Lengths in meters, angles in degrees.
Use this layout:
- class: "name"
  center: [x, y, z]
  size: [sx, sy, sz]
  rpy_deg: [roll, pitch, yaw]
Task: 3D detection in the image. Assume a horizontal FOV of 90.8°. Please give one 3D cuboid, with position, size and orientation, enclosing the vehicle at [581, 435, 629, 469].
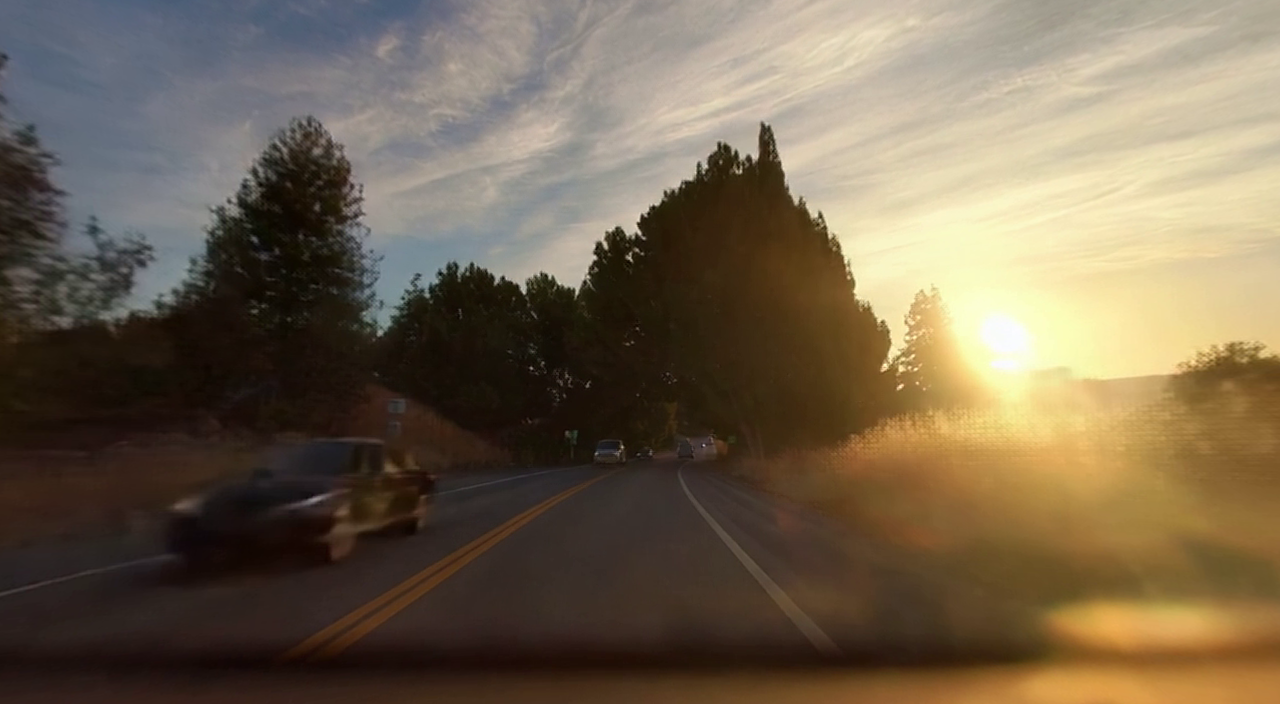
- class: "vehicle"
  center: [-2.555, 7.704, 49.001]
  size: [2.825, 2.376, 7.468]
  rpy_deg: [-1, -8, 4]

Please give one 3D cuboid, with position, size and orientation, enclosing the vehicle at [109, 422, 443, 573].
- class: "vehicle"
  center: [-4.569, 1.874, 8.964]
  size: [2.049, 1.566, 4.387]
  rpy_deg: [-1, -8, 1]
